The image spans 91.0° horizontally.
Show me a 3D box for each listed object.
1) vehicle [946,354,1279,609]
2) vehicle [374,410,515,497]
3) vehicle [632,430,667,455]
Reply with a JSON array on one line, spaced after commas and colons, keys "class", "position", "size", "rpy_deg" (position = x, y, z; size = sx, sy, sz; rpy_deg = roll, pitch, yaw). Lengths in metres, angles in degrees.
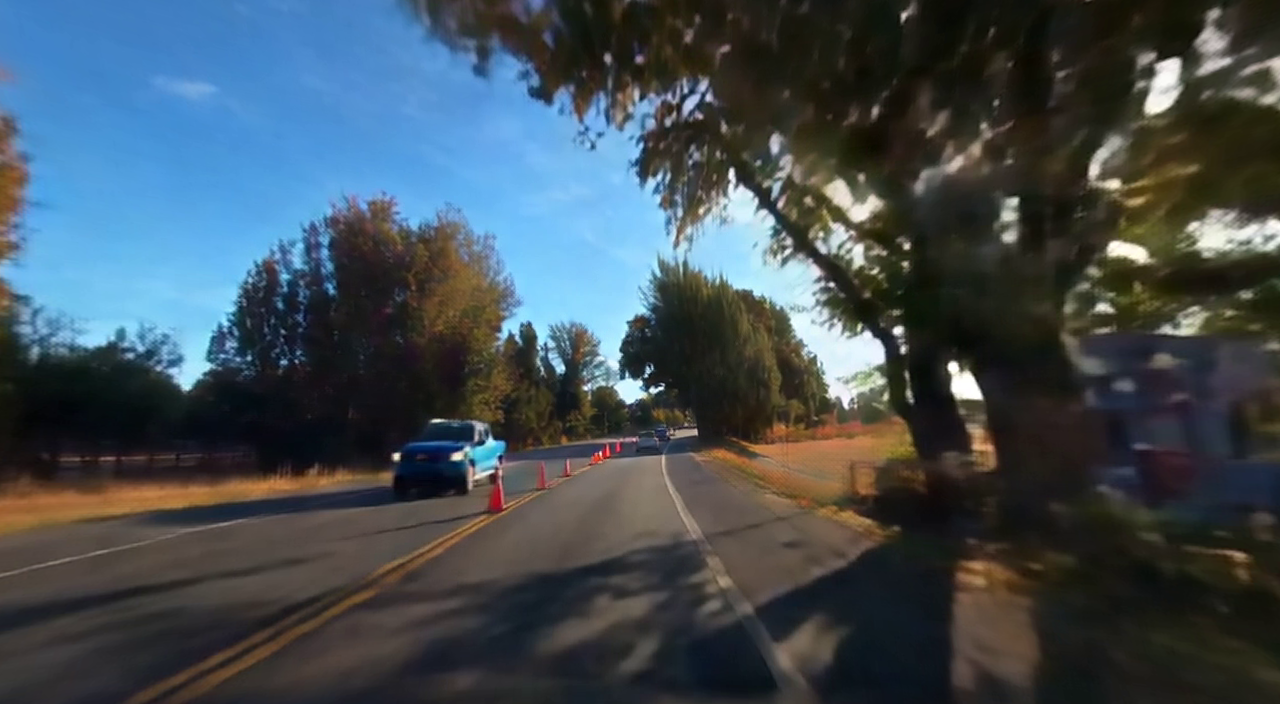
[{"class": "vehicle", "position": [8.161, 2.154, 10.472], "size": [4.566, 3.046, 2.625], "rpy_deg": [12, -9, -7]}, {"class": "vehicle", "position": [-4.703, 2.545, 16.013], "size": [2.079, 1.880, 4.493], "rpy_deg": [0, -8, 1]}, {"class": "vehicle", "position": [0.659, 5.679, 39.595], "size": [2.042, 1.489, 3.963], "rpy_deg": [-1, -8, 3]}]
